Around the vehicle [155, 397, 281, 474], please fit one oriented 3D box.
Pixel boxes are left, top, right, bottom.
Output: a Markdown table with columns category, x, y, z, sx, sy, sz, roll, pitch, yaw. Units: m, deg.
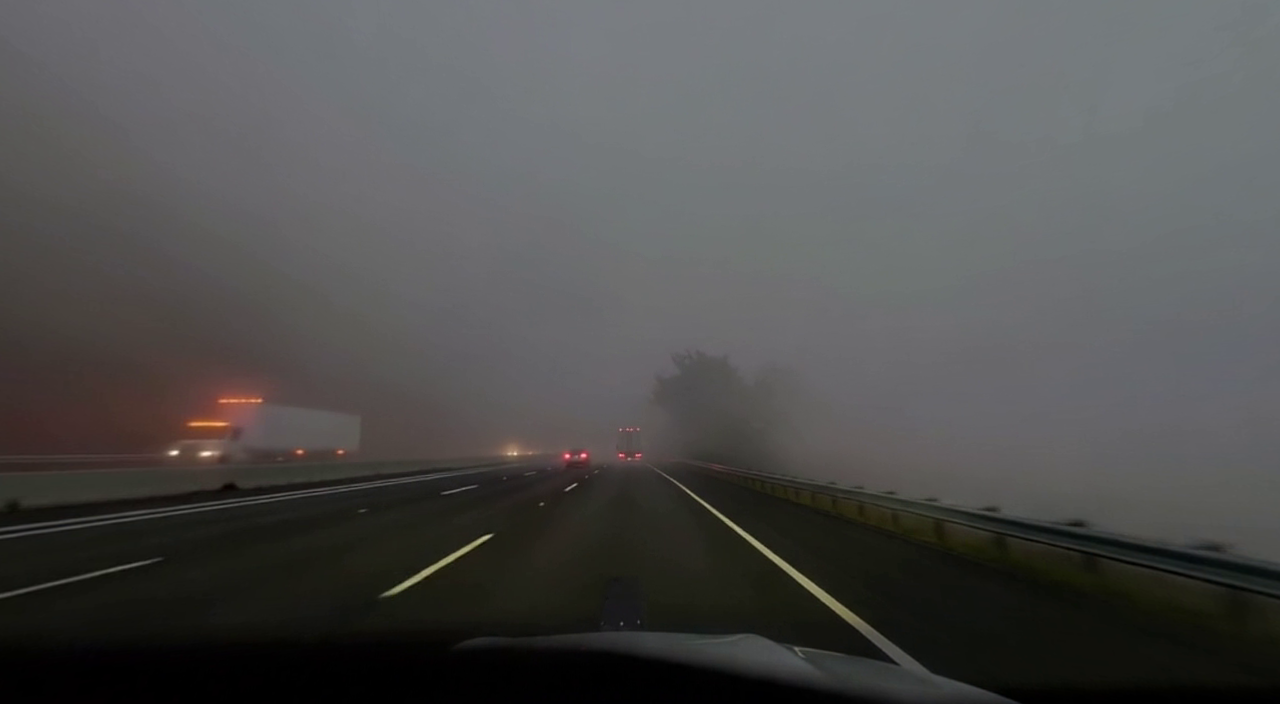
| category | x | y | z | sx | sy | sz | roll | pitch | yaw |
| --- | --- | --- | --- | --- | --- | --- | --- | --- | --- |
| vehicle | -23.633 | 4.794 | 35.778 | 2.933 | 3.974 | 5.928 | 0 | -9 | -1 |

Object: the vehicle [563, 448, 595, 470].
| category | x | y | z | sx | sy | sz | roll | pitch | yaw |
| --- | --- | --- | --- | --- | --- | --- | --- | --- | --- |
| vehicle | -4.641 | 8.276 | 48.840 | 2.108 | 1.573 | 5.000 | 0 | -9 | -1 |
